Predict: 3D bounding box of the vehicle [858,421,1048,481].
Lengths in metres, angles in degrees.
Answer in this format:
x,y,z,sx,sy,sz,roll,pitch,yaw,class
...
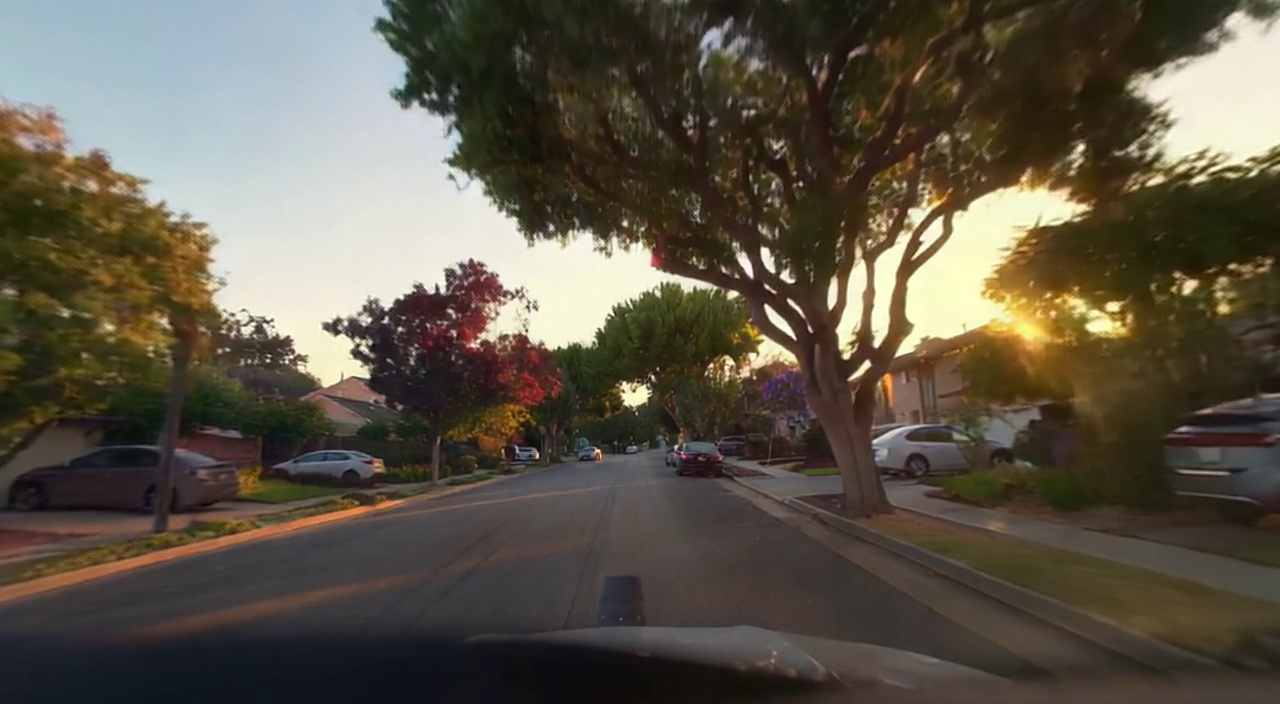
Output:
x,y,z,sx,sy,sz,roll,pitch,yaw,class
8.802,2.827,18.093,4.331,1.570,2.009,0,-8,-1,vehicle

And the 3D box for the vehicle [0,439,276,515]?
x,y,z,sx,sy,sz,roll,pitch,yaw,class
-11.657,2.882,14.856,4.972,1.623,1.884,0,-9,1,vehicle

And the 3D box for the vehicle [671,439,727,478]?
x,y,z,sx,sy,sz,roll,pitch,yaw,class
2.364,4.411,26.491,2.022,1.483,4.565,0,-9,1,vehicle

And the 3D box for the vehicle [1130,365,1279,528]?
x,y,z,sx,sy,sz,roll,pitch,yaw,class
8.837,1.106,7.400,4.599,1.652,1.903,0,-8,-2,vehicle

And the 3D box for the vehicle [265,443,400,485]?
x,y,z,sx,sy,sz,roll,pitch,yaw,class
-11.570,4.223,24.031,4.118,1.492,1.902,1,-9,-3,vehicle
